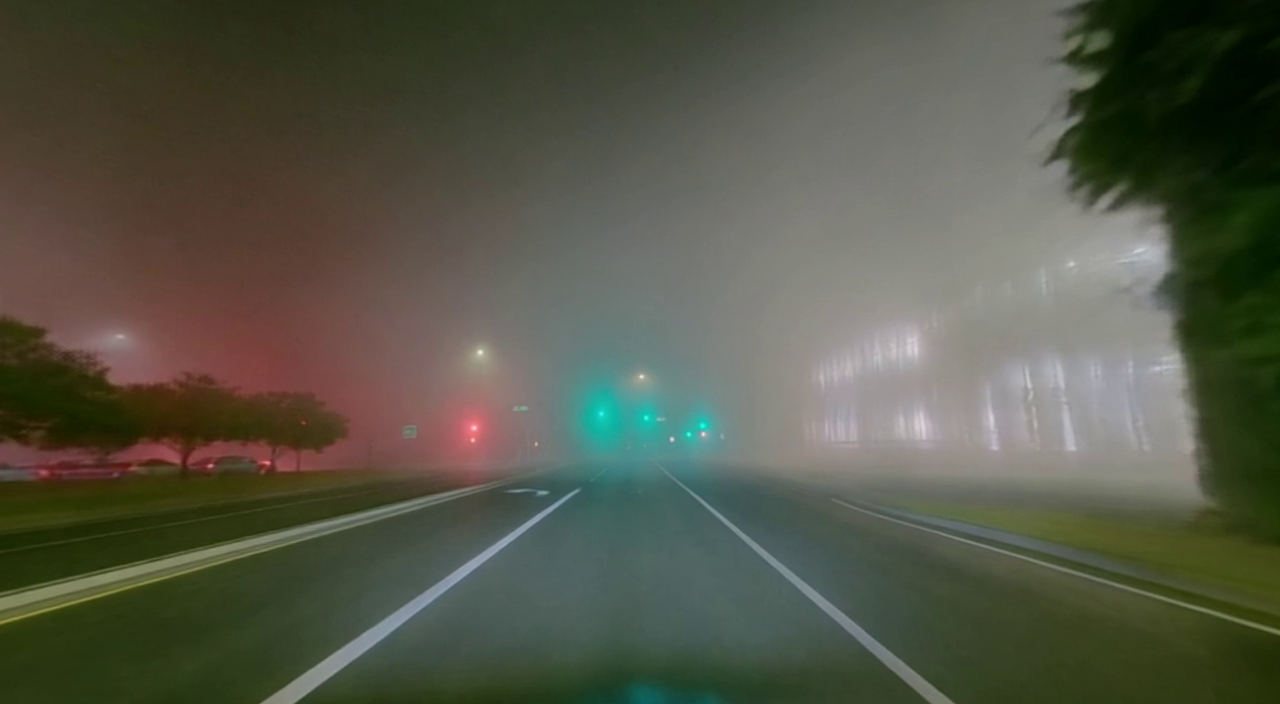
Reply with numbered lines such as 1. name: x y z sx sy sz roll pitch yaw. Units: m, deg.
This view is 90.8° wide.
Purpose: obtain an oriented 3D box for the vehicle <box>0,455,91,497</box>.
1. vehicle: -24.687 4.806 24.588 4.600 1.506 2.143 0 -8 1

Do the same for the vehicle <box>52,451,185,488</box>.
1. vehicle: -24.593 5.531 29.954 4.377 1.668 1.977 1 -8 -6
